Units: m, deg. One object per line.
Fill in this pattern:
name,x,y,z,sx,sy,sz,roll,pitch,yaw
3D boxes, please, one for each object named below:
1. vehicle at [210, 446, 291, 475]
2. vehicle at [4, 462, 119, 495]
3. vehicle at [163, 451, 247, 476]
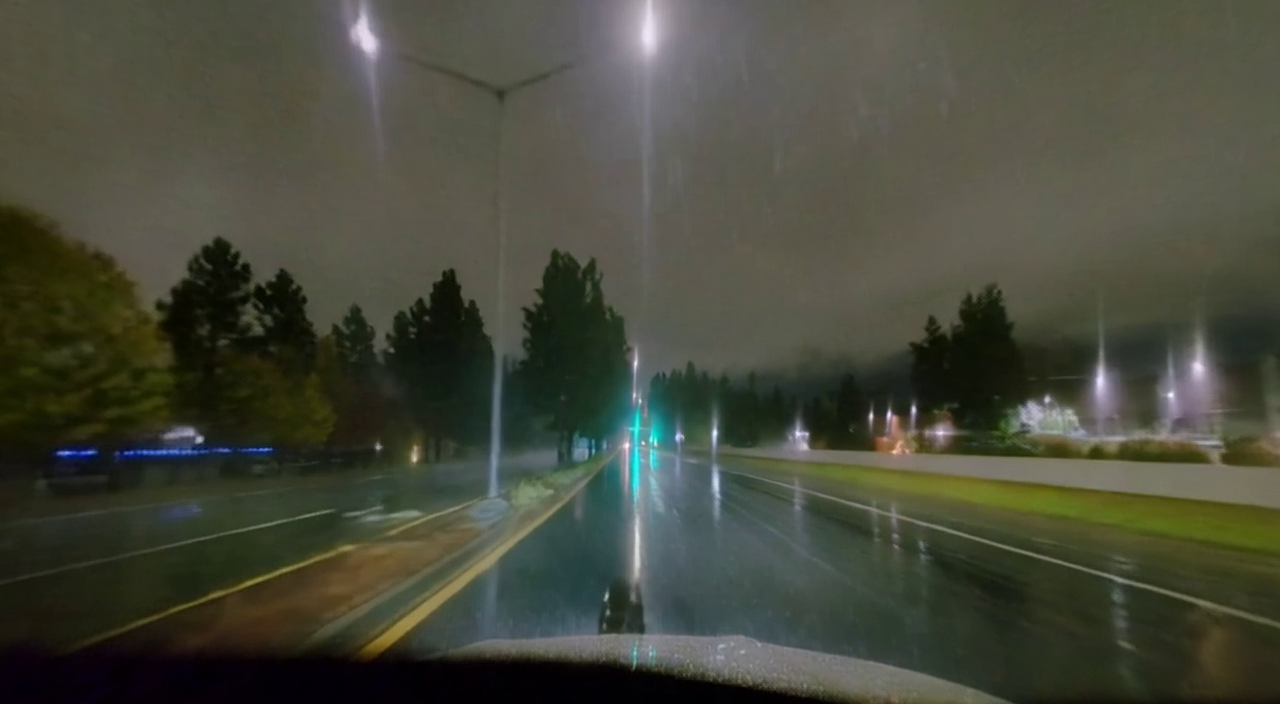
vehicle,-26.901,7.499,43.717,4.362,1.733,2.041,-2,-6,1
vehicle,-27.437,5.998,30.023,3.706,1.426,1.668,0,-9,-2
vehicle,-28.280,7.290,41.157,3.938,1.485,2.055,1,-10,3
